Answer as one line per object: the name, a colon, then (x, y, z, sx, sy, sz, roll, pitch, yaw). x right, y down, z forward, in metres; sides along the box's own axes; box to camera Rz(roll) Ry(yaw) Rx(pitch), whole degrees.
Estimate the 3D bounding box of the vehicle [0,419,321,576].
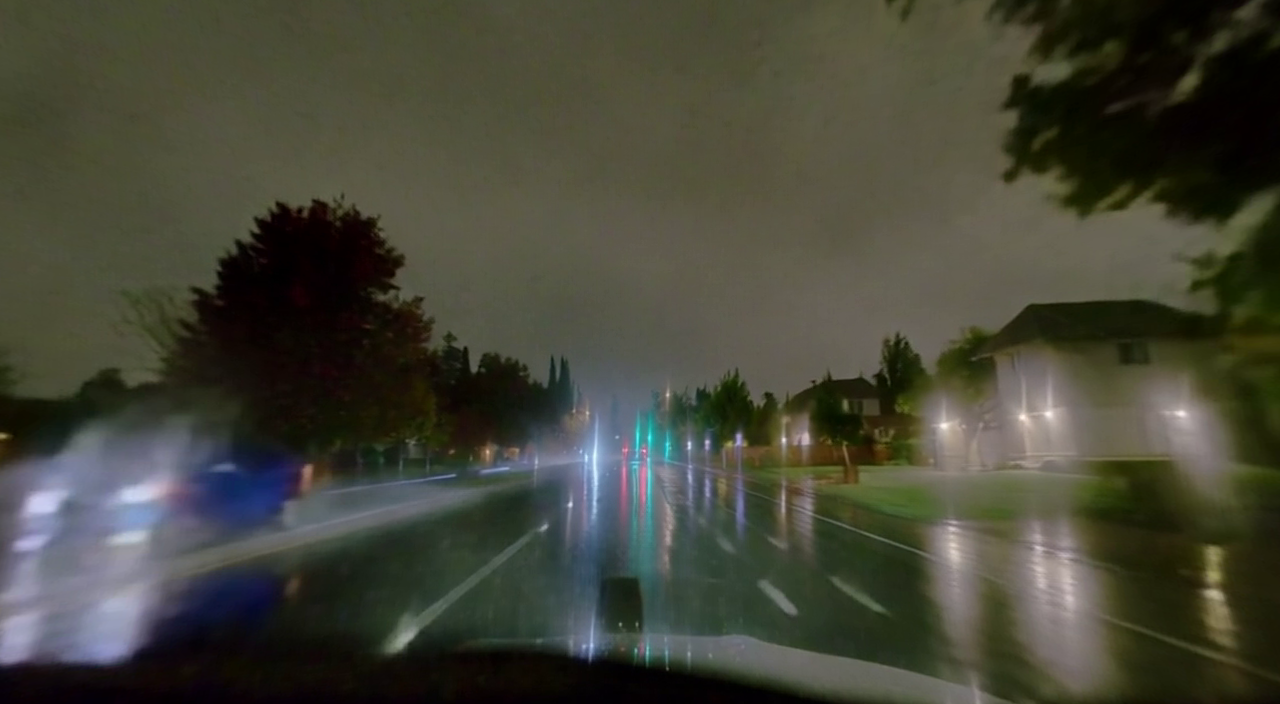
vehicle: (-7.023, 2.026, 9.524, 2.082, 1.789, 4.387, 0, -9, -1)
